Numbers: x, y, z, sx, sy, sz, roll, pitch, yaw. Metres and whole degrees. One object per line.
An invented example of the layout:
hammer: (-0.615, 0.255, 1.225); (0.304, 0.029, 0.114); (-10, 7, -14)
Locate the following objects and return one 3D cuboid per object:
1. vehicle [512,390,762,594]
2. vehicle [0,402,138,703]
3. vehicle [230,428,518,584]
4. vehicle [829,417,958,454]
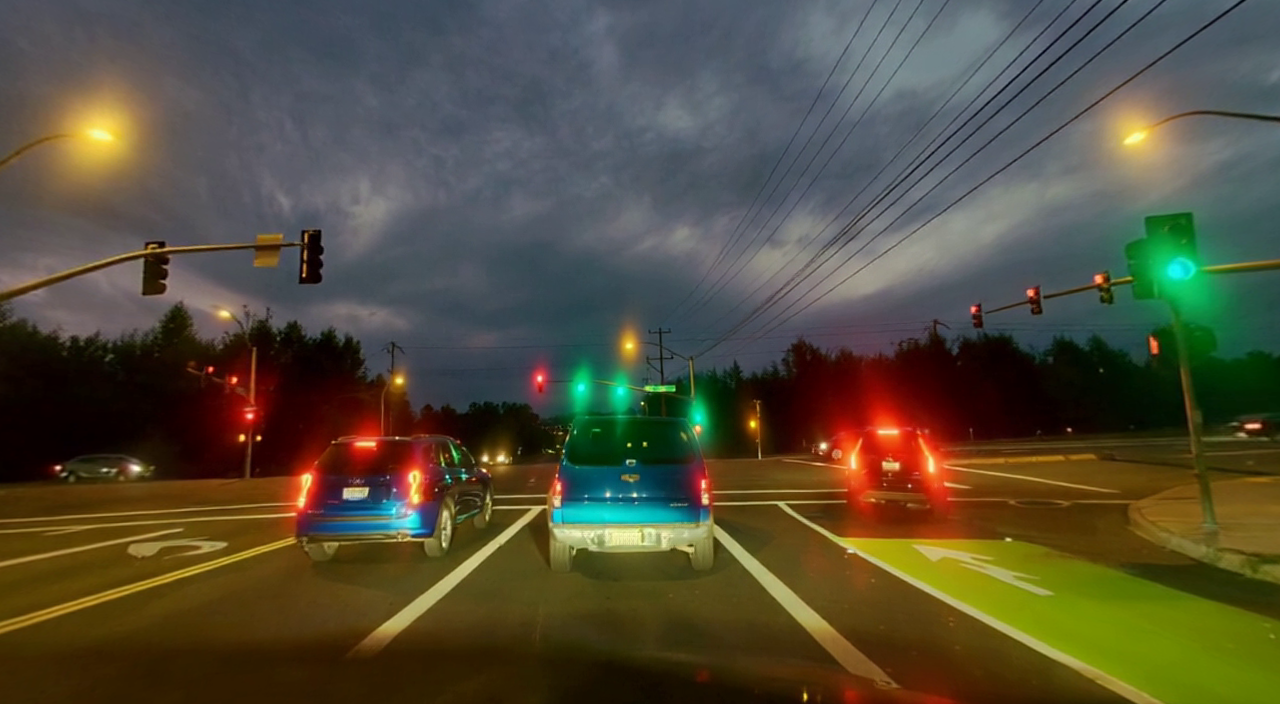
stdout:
vehicle: (-0.057, 1.519, 7.621); (2.182, 1.773, 4.041); (0, -8, -1)
vehicle: (-3.350, 0.658, 0.436); (1.928, 1.488, 4.936); (0, -8, 0)
vehicle: (-2.930, 1.760, 8.005); (1.969, 1.486, 3.702); (0, -8, 1)
vehicle: (13.832, 4.609, 34.837); (6.143, 1.944, 2.229); (-1, -8, 5)
